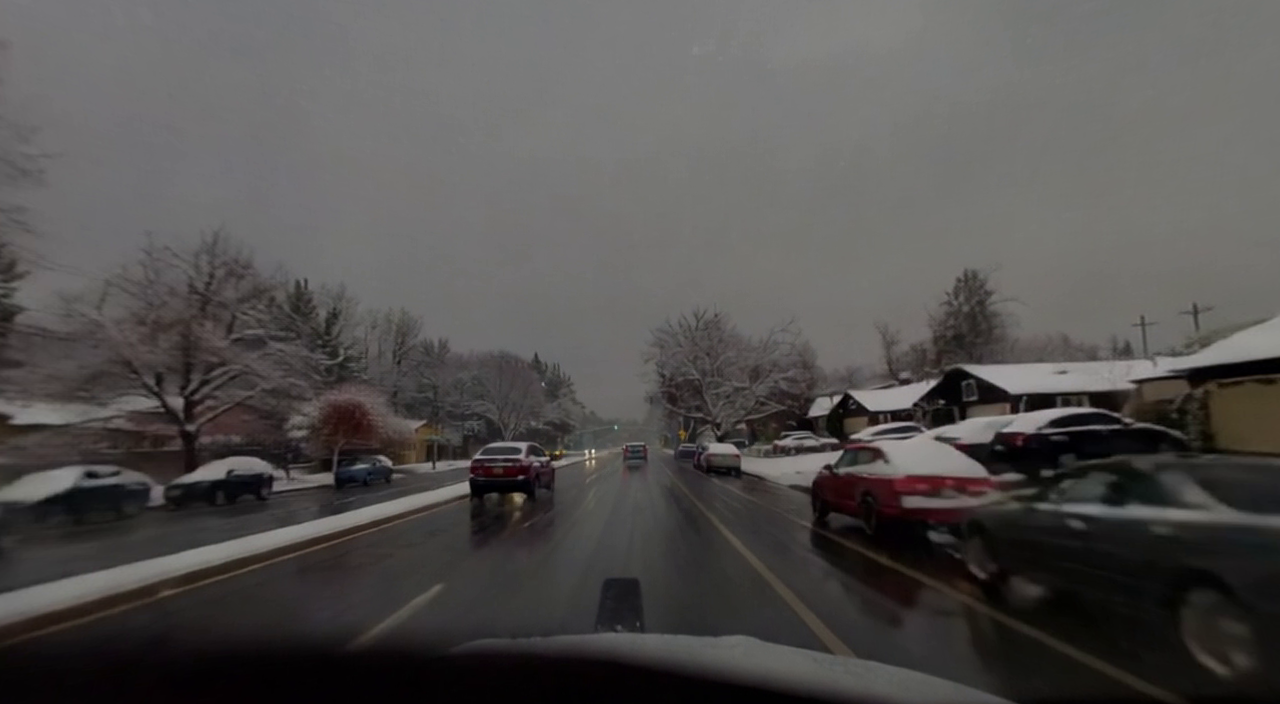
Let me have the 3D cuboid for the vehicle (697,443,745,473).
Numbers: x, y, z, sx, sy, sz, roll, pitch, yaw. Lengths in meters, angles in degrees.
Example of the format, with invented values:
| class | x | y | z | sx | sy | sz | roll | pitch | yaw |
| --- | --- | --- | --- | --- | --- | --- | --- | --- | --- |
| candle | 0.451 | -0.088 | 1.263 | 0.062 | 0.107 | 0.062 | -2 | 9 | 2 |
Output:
| class | x | y | z | sx | sy | sz | roll | pitch | yaw |
| --- | --- | --- | --- | --- | --- | --- | --- | --- | --- |
| vehicle | 4.267 | 5.653 | 34.044 | 1.944 | 1.470 | 4.530 | 0 | -8 | -1 |

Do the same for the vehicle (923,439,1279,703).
| class | x | y | z | sx | sy | sz | roll | pitch | yaw |
| --- | --- | --- | --- | --- | --- | --- | --- | --- | --- |
| vehicle | 4.061 | 1.381 | 4.584 | 1.881 | 1.453 | 4.574 | 0 | -8 | 0 |

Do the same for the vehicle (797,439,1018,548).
| class | x | y | z | sx | sy | sz | roll | pitch | yaw |
| --- | --- | --- | --- | --- | --- | --- | --- | --- | --- |
| vehicle | 4.225 | 2.275 | 10.958 | 1.881 | 1.480 | 4.536 | 0 | -8 | 0 |

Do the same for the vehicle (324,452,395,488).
| class | x | y | z | sx | sy | sz | roll | pitch | yaw |
| --- | --- | --- | --- | --- | --- | --- | --- | --- | --- |
| vehicle | -14.824 | 6.206 | 33.663 | 1.998 | 1.498 | 4.668 | -5 | -8 | -5 |

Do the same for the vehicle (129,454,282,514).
| class | x | y | z | sx | sy | sz | roll | pitch | yaw |
| --- | --- | --- | --- | --- | --- | --- | --- | --- | --- |
| vehicle | -14.600 | 4.422 | 21.651 | 1.904 | 1.497 | 4.848 | -5 | -8 | -1 |

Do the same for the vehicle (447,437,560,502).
| class | x | y | z | sx | sy | sz | roll | pitch | yaw |
| --- | --- | --- | --- | --- | --- | --- | --- | --- | --- |
| vehicle | -3.462 | 3.068 | 16.946 | 2.027 | 1.477 | 4.413 | 0 | -8 | 0 |

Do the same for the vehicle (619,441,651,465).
| class | x | y | z | sx | sy | sz | roll | pitch | yaw |
| --- | --- | --- | --- | --- | --- | --- | --- | --- | --- |
| vehicle | -0.332 | 6.895 | 43.317 | 2.088 | 1.495 | 4.048 | 0 | -8 | -1 |

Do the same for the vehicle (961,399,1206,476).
| class | x | y | z | sx | sy | sz | roll | pitch | yaw |
| --- | --- | --- | --- | --- | --- | --- | --- | --- | --- |
| vehicle | 11.581 | 2.281 | 16.800 | 4.923 | 1.878 | 1.953 | 0 | -8 | 2 |

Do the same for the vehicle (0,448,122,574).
| class | x | y | z | sx | sy | sz | roll | pitch | yaw |
| --- | --- | --- | --- | --- | --- | --- | --- | --- | --- |
| vehicle | -8.784 | 1.799 | 6.813 | 2.075 | 1.487 | 4.792 | -1 | -8 | 5 |
